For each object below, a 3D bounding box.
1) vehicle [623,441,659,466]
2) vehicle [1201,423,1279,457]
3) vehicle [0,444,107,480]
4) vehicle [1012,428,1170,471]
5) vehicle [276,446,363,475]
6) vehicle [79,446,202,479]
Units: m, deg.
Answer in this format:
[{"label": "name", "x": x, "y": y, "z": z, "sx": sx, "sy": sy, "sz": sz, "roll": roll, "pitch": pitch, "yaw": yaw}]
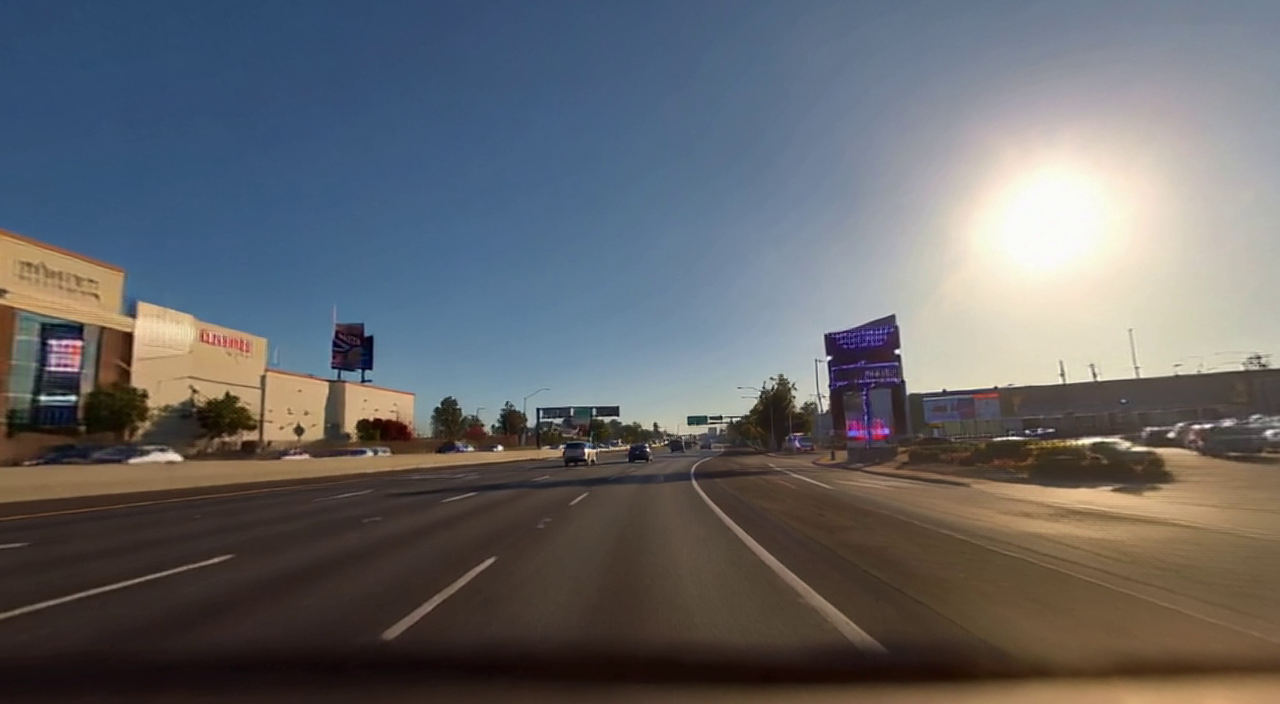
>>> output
[{"label": "vehicle", "x": 0.122, "y": 7.510, "z": 47.019, "sx": 2.139, "sy": 1.782, "sz": 4.079, "roll": -1, "pitch": -9, "yaw": 7}, {"label": "vehicle", "x": 33.751, "y": 4.758, "z": 34.139, "sx": 4.628, "sy": 1.747, "sz": 1.934, "roll": -4, "pitch": -10, "yaw": 25}, {"label": "vehicle", "x": -27.766, "y": 5.072, "z": 29.528, "sx": 1.854, "sy": 1.526, "sz": 4.216, "roll": 0, "pitch": -9, "yaw": 4}, {"label": "vehicle", "x": 17.512, "y": 3.829, "z": 24.814, "sx": 4.577, "sy": 1.460, "sz": 1.937, "roll": -5, "pitch": -9, "yaw": 20}, {"label": "vehicle", "x": -17.280, "y": 5.834, "z": 34.351, "sx": 1.991, "sy": 1.461, "sz": 4.623, "roll": -1, "pitch": -9, "yaw": 4}, {"label": "vehicle", "x": -23.909, "y": 5.260, "z": 30.506, "sx": 1.902, "sy": 1.462, "sz": 4.579, "roll": -1, "pitch": -9, "yaw": 5}]
